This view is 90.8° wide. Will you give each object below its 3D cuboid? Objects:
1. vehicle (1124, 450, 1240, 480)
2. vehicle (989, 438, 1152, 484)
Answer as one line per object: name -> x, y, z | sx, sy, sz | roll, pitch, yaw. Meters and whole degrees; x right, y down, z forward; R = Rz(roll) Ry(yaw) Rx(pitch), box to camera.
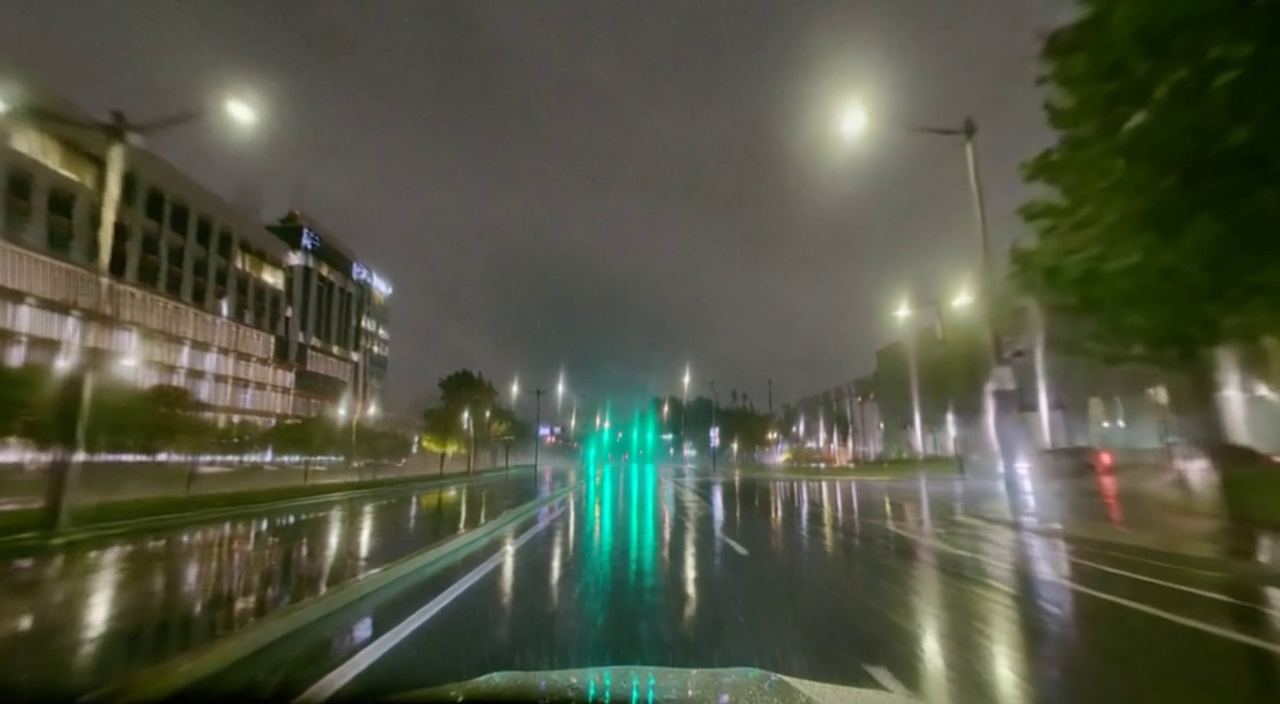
vehicle -> 28.256, 5.890, 33.001 | 4.468, 1.455, 2.006 | 2, -10, -8
vehicle -> 21.507, 5.431, 31.756 | 6.615, 1.967, 2.328 | -2, -8, -5
